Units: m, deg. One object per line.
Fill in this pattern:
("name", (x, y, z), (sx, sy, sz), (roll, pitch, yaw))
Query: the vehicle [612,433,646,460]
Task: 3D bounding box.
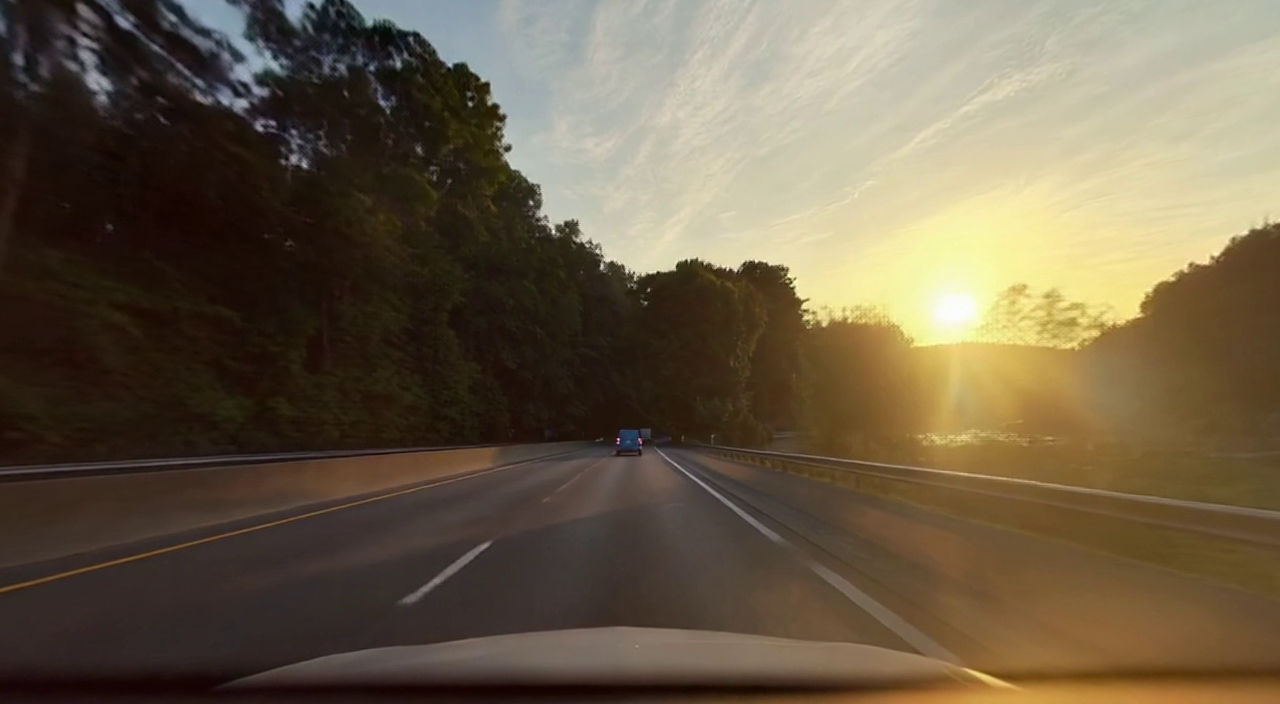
("vehicle", (-0.700, 6.213, 41.532), (2.094, 1.653, 4.283), (0, -8, 0))
